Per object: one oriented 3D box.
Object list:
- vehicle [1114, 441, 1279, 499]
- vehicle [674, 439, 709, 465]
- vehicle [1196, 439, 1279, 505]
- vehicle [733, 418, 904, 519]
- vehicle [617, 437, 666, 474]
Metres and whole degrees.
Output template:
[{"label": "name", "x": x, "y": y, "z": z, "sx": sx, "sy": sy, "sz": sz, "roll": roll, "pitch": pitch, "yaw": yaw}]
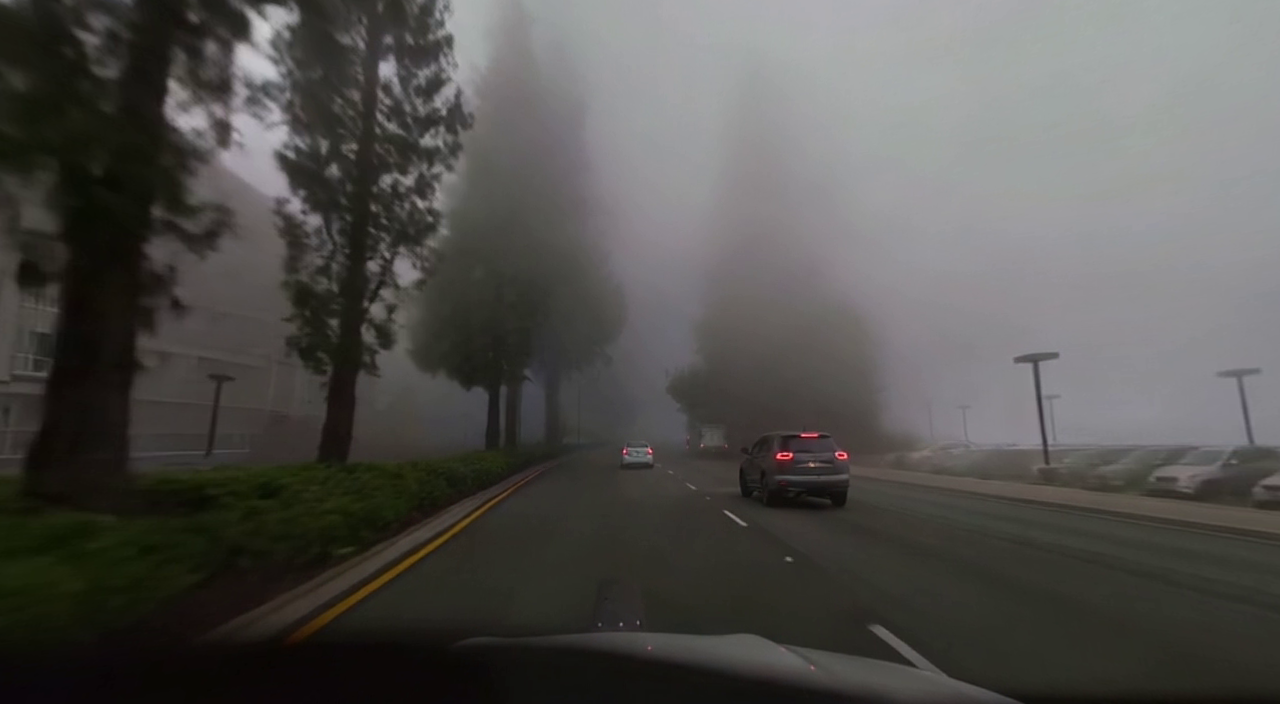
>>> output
[{"label": "vehicle", "x": 17.400, "y": 3.625, "z": 19.753, "sx": 4.287, "sy": 1.616, "sz": 2.089, "roll": 3, "pitch": -10, "yaw": -22}, {"label": "vehicle", "x": 3.508, "y": 6.889, "z": 43.665, "sx": 1.976, "sy": 1.725, "sz": 4.159, "roll": 0, "pitch": -9, "yaw": -1}, {"label": "vehicle", "x": 17.271, "y": 3.203, "z": 17.072, "sx": 3.591, "sy": 1.628, "sz": 1.988, "roll": 4, "pitch": -10, "yaw": -27}, {"label": "vehicle", "x": 3.587, "y": 2.473, "z": 13.886, "sx": 2.235, "sy": 1.806, "sz": 4.818, "roll": 0, "pitch": -9, "yaw": -1}, {"label": "vehicle", "x": 0.020, "y": 4.878, "z": 29.936, "sx": 2.145, "sy": 1.572, "sz": 4.021, "roll": 0, "pitch": -9, "yaw": -1}]
